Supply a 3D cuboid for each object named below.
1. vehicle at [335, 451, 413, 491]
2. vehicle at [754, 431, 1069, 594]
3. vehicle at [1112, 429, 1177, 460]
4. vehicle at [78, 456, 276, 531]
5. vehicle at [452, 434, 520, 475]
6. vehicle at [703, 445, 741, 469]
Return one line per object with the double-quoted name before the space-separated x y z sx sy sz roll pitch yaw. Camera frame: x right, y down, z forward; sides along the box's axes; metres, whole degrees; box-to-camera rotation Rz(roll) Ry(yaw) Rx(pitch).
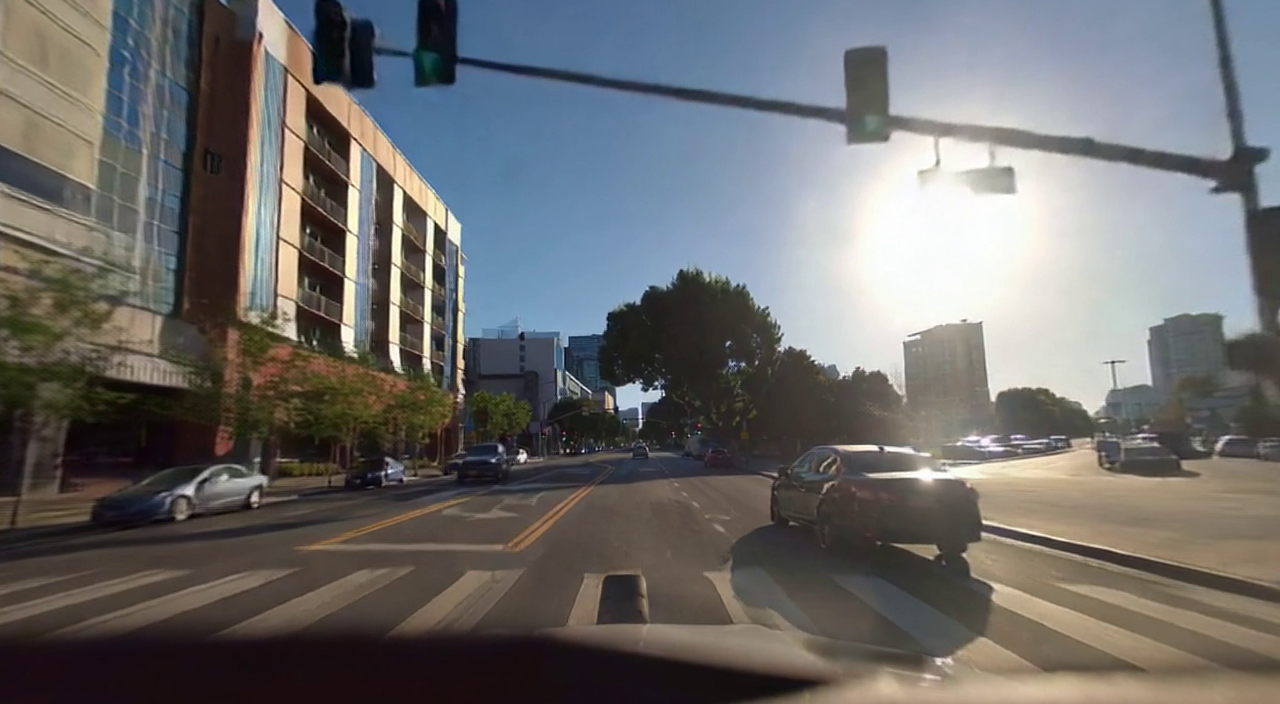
"vehicle" -12.237 5.485 29.221 1.867 1.583 4.108 -1 -8 0
"vehicle" 2.985 1.849 8.197 2.080 1.524 4.348 0 -8 -1
"vehicle" 32.400 5.981 40.484 2.005 1.825 4.889 -5 -10 25
"vehicle" -12.233 3.717 17.073 1.910 1.511 4.565 -1 -7 0
"vehicle" -8.352 5.603 34.604 2.379 2.086 5.321 0 -8 0
"vehicle" 6.006 7.685 46.221 2.003 1.626 4.480 0 -8 -2
